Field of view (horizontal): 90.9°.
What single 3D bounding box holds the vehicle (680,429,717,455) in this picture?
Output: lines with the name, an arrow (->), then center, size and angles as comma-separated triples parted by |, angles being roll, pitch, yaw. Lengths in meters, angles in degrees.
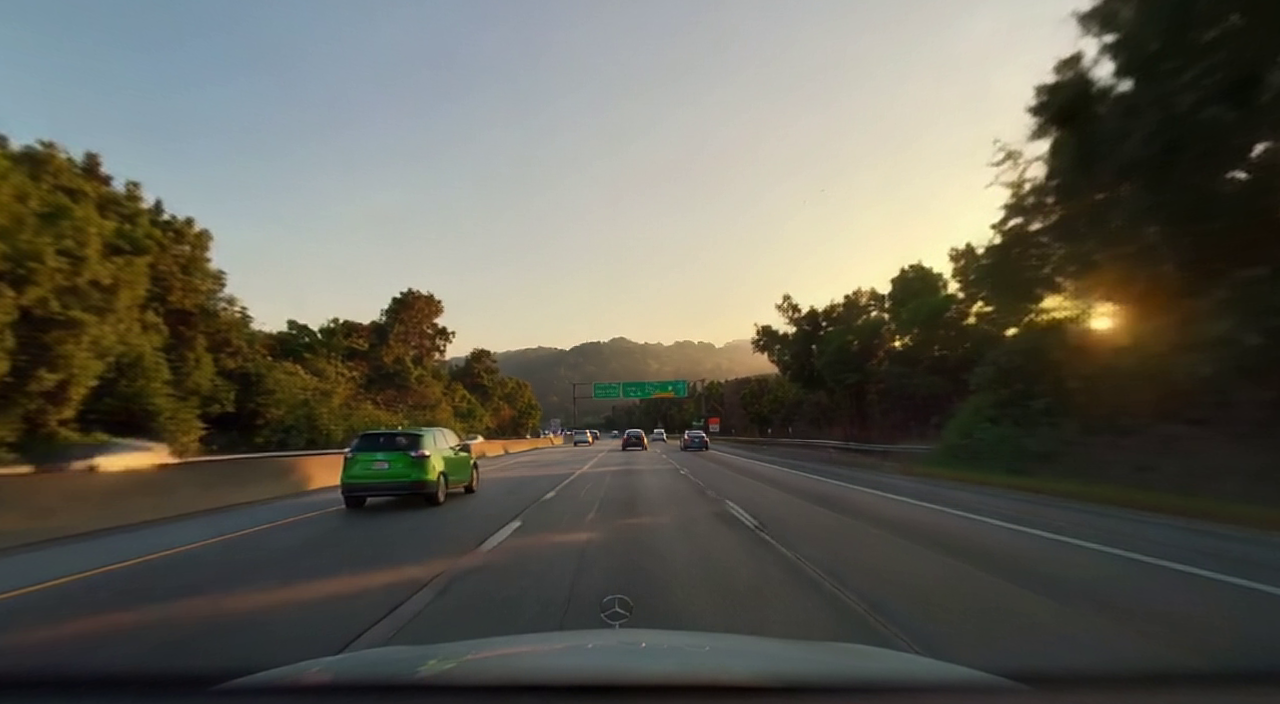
vehicle -> 3.662, 5.670, 39.878 | 1.841, 1.491, 3.869 | 0, -7, -2

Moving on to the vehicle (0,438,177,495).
vehicle -> -16.707, 3.379, 19.168 | 1.853, 1.472, 4.612 | 0, -7, -1

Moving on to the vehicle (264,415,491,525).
vehicle -> -4.234, 1.958, 11.233 | 2.023, 1.512, 4.804 | 0, -7, 0

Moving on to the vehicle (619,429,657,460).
vehicle -> -0.090, 4.663, 32.089 | 1.869, 1.466, 3.356 | 0, -7, 0
